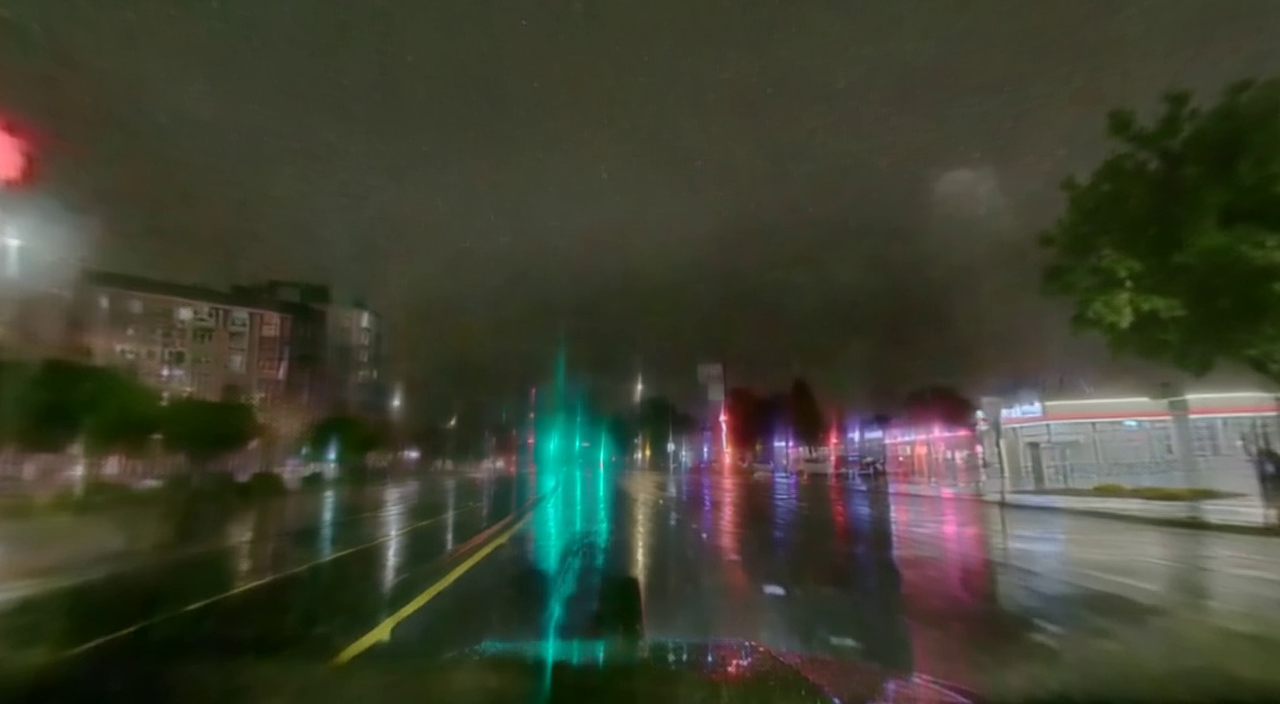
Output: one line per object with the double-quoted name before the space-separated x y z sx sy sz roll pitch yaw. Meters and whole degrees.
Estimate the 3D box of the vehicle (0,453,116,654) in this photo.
"vehicle" -5.633 1.336 3.536 1.894 1.474 4.332 0 -9 -4
